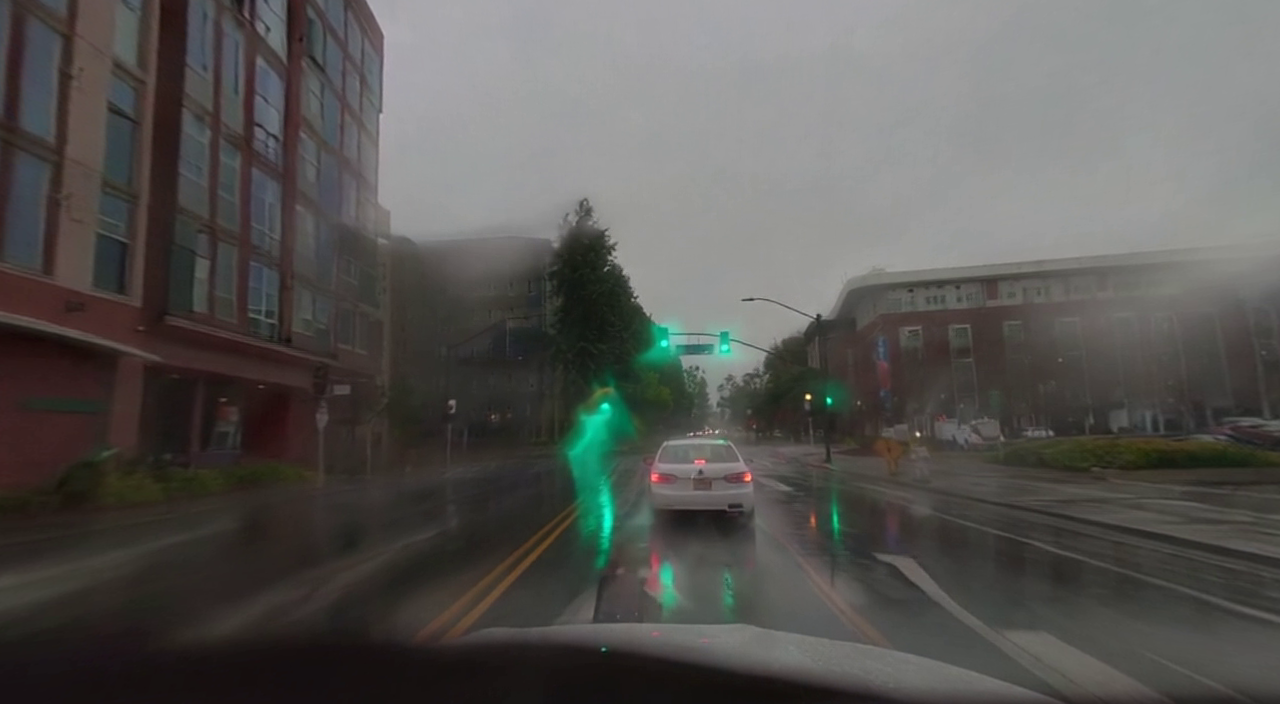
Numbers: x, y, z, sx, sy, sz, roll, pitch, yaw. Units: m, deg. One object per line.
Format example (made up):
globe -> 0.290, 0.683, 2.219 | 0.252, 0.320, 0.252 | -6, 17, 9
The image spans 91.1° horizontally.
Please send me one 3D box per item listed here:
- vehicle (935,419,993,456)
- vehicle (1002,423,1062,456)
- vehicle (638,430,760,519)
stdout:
vehicle -> 24.994, 6.629, 48.700 | 2.311, 2.623, 5.870 | -2, -8, 11
vehicle -> 29.917, 6.692, 48.162 | 2.176, 2.400, 4.821 | -2, -8, 11
vehicle -> 1.054, 2.267, 12.244 | 1.950, 1.401, 4.159 | -1, -8, 3
